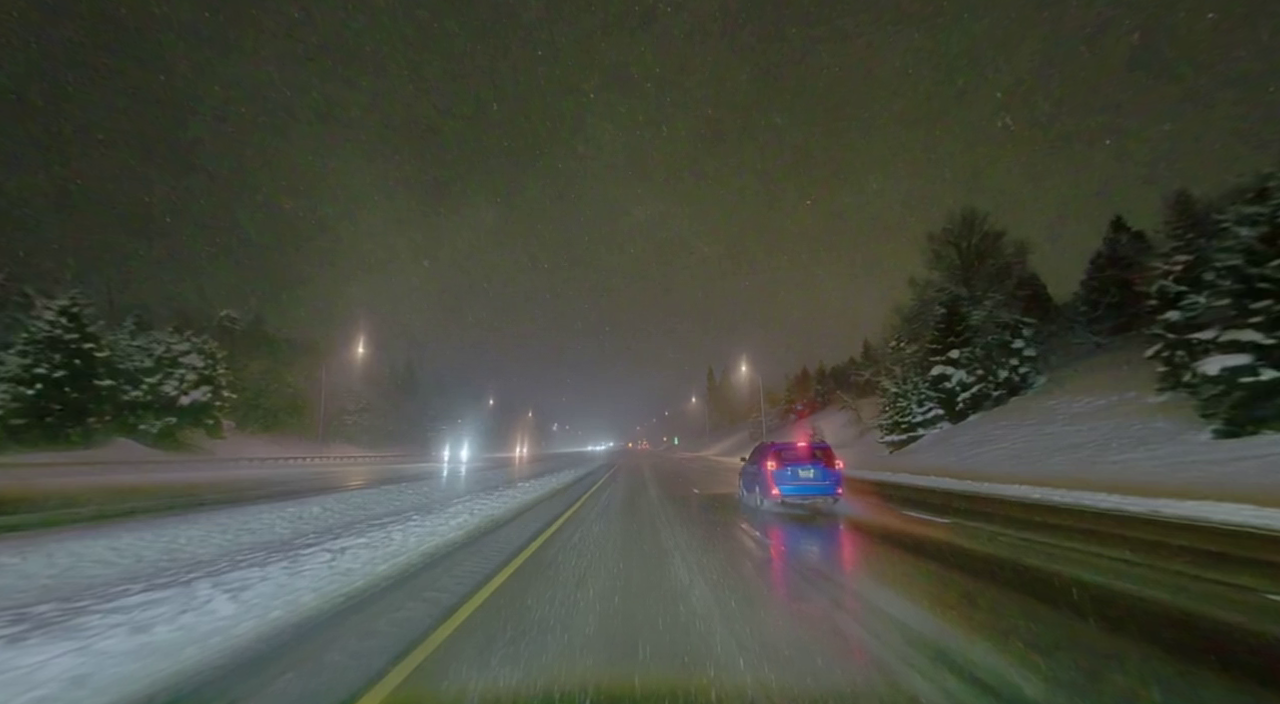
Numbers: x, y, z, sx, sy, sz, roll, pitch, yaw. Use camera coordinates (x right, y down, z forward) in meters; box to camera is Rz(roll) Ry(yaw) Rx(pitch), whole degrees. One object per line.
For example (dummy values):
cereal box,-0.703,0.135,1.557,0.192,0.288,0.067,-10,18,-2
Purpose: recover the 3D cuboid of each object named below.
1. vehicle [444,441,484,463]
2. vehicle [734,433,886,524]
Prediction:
vehicle,-12.966,7.405,46.444,1.859,1.584,3.912,0,-9,-1
vehicle,3.405,2.632,13.563,2.002,1.604,4.265,0,-9,-1
